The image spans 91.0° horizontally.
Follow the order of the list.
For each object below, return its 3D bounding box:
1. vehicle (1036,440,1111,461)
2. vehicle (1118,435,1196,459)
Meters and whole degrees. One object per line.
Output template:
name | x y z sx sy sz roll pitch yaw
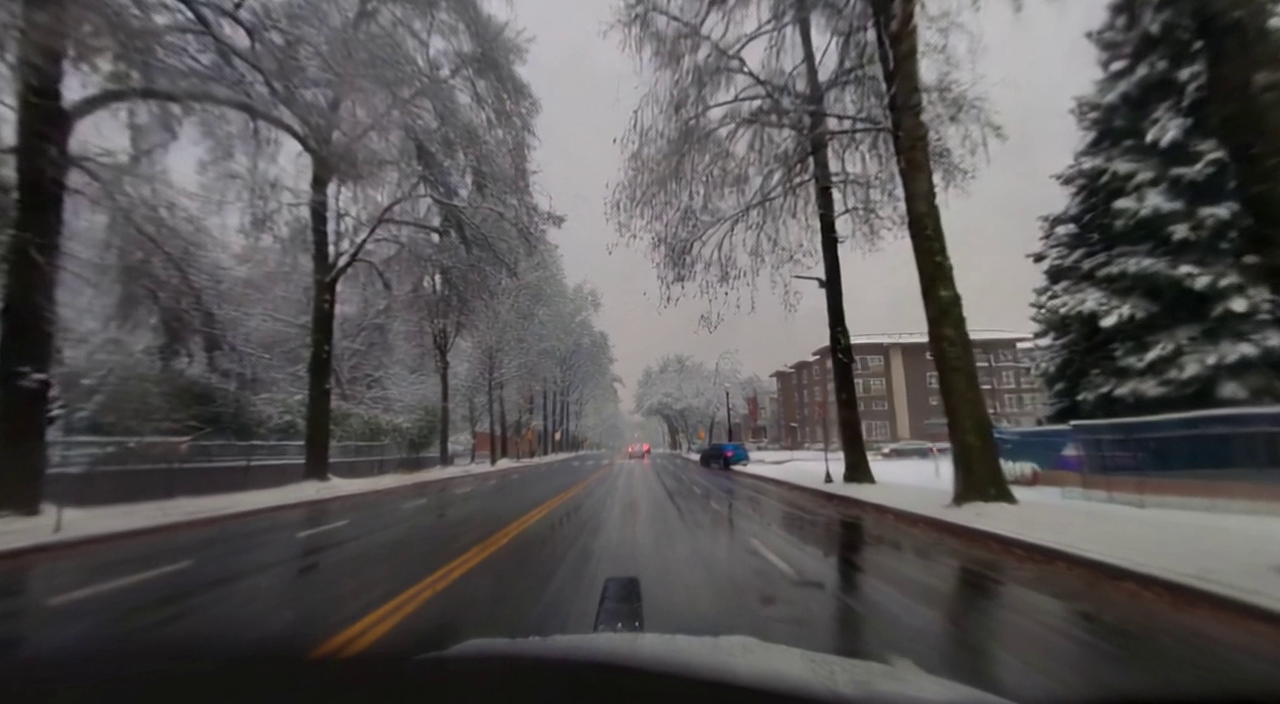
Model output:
vehicle | 33.255 7.577 48.332 4.305 1.464 1.875 -1 -9 2
vehicle | 39.440 7.250 48.088 4.244 1.673 1.871 -1 -9 -1
